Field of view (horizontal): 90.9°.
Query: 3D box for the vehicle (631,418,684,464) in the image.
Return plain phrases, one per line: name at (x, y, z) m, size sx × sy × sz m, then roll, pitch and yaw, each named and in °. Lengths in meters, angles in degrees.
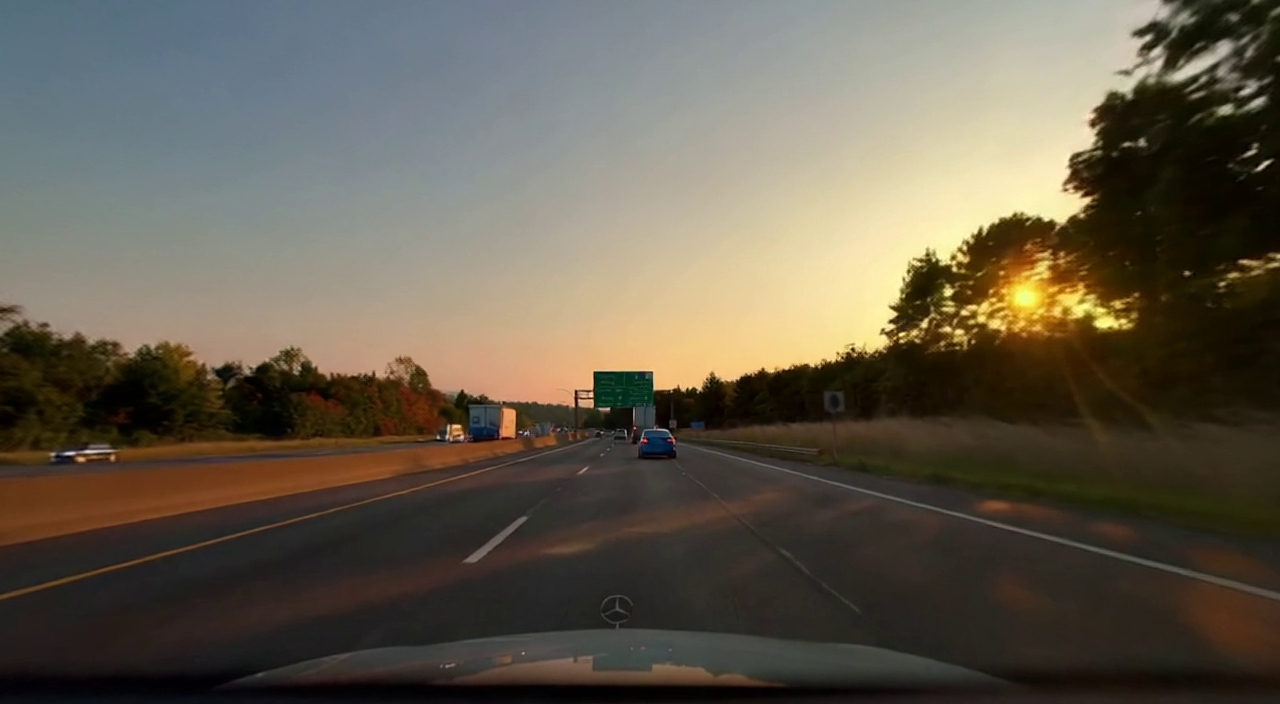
vehicle at (0.701, 4.044, 28.712) m, size 2.076 × 1.914 × 4.287 m, roll 0°, pitch -8°, yaw -3°
